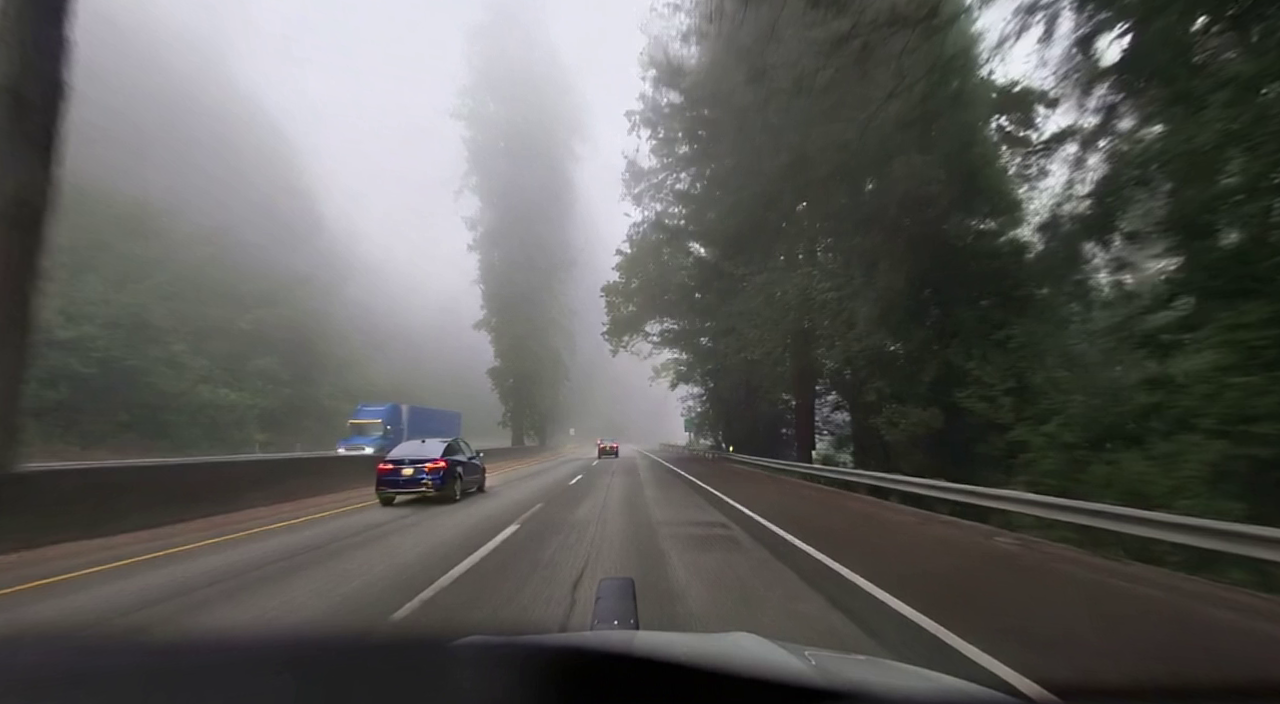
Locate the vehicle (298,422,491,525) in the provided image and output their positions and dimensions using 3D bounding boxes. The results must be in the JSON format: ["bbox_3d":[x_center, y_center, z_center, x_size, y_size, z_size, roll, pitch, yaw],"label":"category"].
[{"bbox_3d":[-4.546,2.311,12.566,2.111,1.645,4.382,-1,-8,0],"label":"vehicle"}]

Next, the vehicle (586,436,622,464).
[{"bbox_3d":[-2.257,6.295,40.651,2.159,1.670,4.395,0,-8,-1],"label":"vehicle"}]
